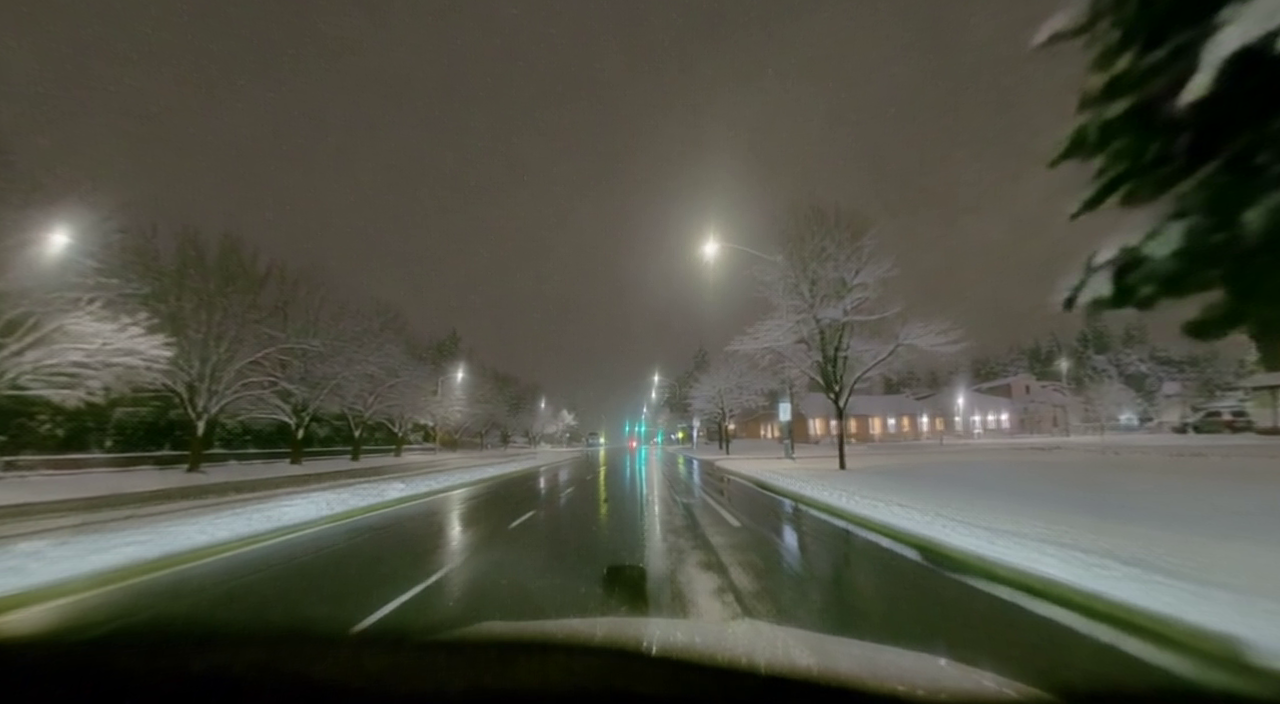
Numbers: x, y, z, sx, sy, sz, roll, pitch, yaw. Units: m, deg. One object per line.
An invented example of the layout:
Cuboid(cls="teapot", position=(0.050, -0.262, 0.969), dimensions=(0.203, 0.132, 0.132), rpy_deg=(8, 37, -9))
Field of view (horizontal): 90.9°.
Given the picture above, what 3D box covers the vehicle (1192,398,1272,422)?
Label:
Cuboid(cls="vehicle", position=(40.352, 4.003, 43.089), dimensions=(1.789, 1.499, 3.777), rpy_deg=(-1, -8, 1))
